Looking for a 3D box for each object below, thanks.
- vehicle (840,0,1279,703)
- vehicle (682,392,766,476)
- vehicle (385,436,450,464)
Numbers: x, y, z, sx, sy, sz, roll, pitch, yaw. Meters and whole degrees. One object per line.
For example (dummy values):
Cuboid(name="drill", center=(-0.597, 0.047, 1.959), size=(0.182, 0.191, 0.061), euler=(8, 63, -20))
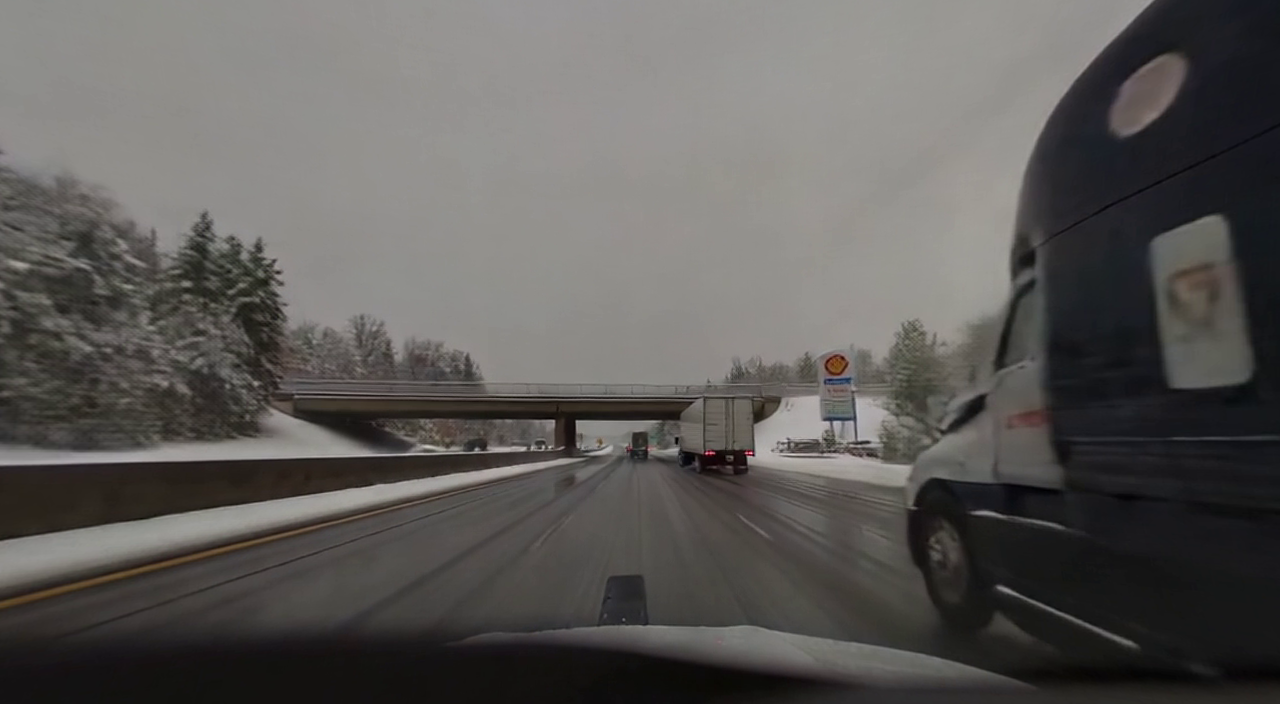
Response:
Cuboid(name="vehicle", center=(4.023, 0.116, 4.679), size=(3.007, 3.965, 5.971), euler=(0, -9, 0))
Cuboid(name="vehicle", center=(4.466, 4.989, 37.270), size=(2.881, 3.995, 14.382), euler=(0, -9, -1))
Cuboid(name="vehicle", center=(-12.281, 5.456, 35.105), size=(1.939, 1.454, 4.448), euler=(0, -9, 0))
